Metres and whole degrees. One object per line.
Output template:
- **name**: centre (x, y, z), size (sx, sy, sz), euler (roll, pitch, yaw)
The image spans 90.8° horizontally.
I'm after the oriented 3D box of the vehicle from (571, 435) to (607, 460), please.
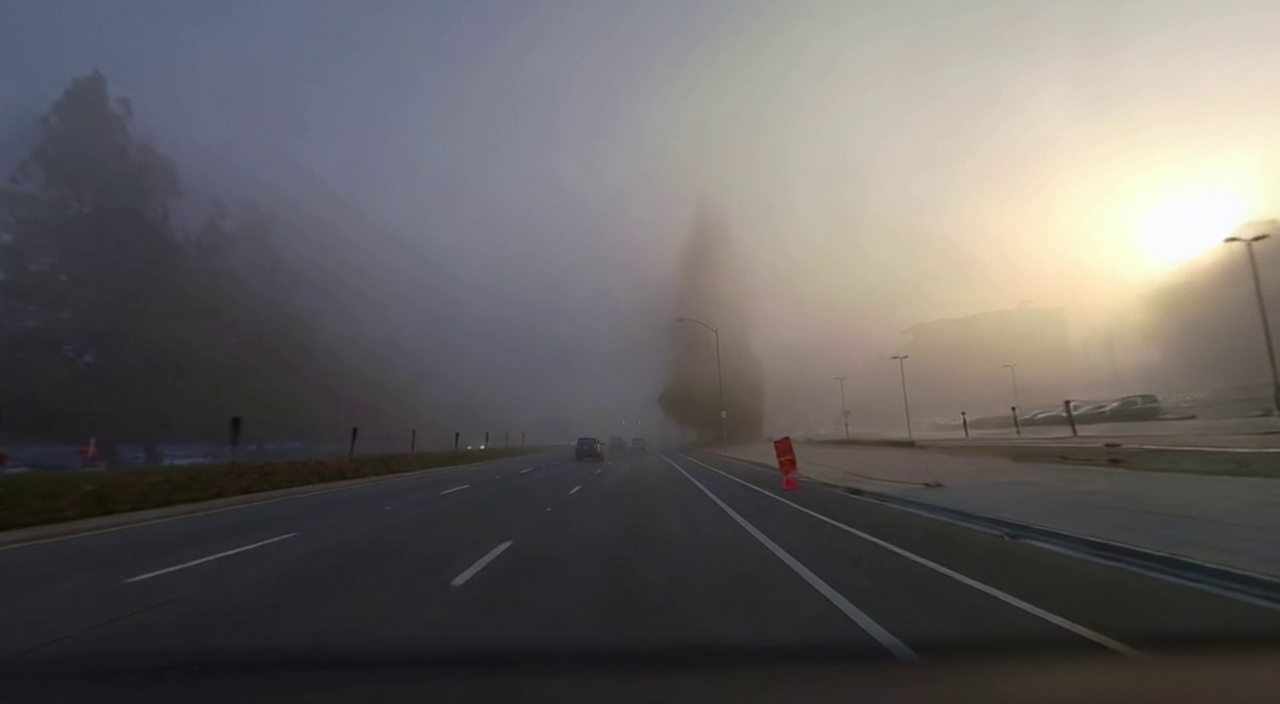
- **vehicle**: centre (-3.473, 6.559, 43.498), size (2.121, 1.654, 3.993), euler (0, -8, 0)
